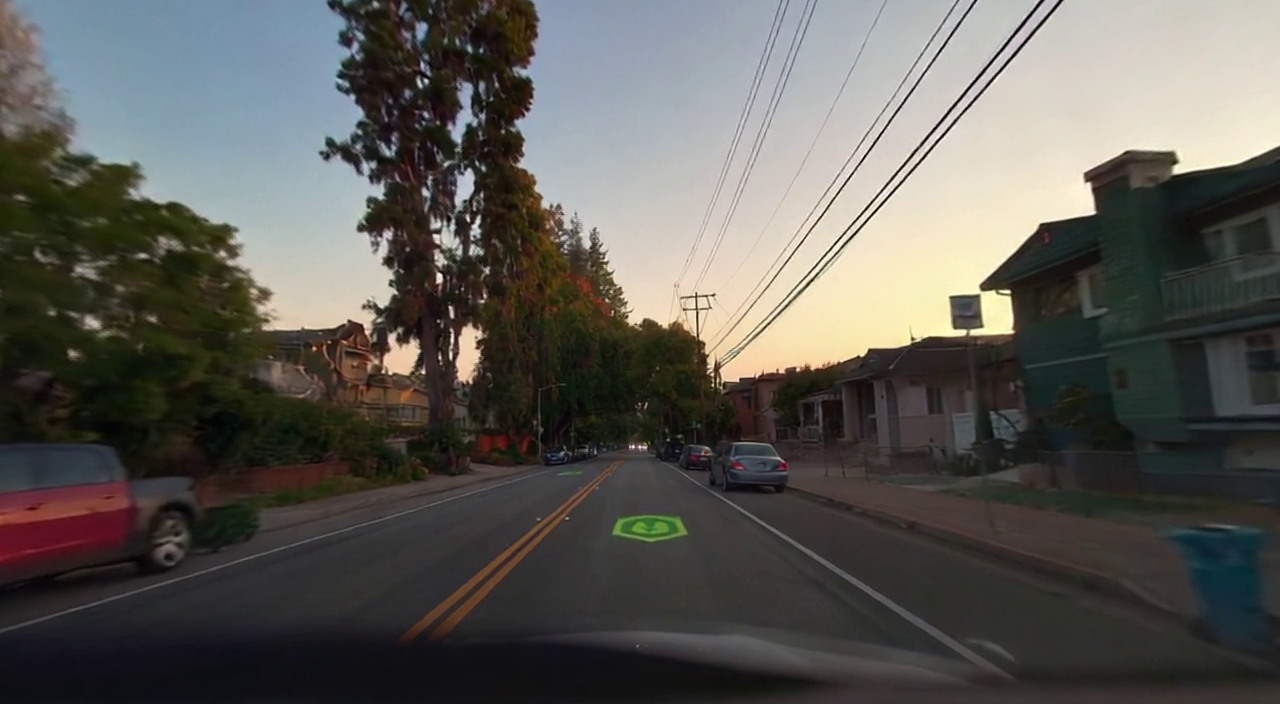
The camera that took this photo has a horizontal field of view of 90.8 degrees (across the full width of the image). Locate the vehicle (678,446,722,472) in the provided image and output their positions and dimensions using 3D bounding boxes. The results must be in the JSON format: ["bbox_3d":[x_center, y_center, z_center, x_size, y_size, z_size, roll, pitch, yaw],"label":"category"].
[{"bbox_3d":[3.348,6.054,36.093,1.967,1.382,4.361,0,-8,-1],"label":"vehicle"}]

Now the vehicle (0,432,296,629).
[{"bbox_3d":[-6.628,1.791,7.132,2.195,1.684,5.802,-1,-8,1],"label":"vehicle"}]

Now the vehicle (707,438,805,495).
[{"bbox_3d":[3.451,3.514,19.864,2.024,1.554,4.867,0,-8,-2],"label":"vehicle"}]
